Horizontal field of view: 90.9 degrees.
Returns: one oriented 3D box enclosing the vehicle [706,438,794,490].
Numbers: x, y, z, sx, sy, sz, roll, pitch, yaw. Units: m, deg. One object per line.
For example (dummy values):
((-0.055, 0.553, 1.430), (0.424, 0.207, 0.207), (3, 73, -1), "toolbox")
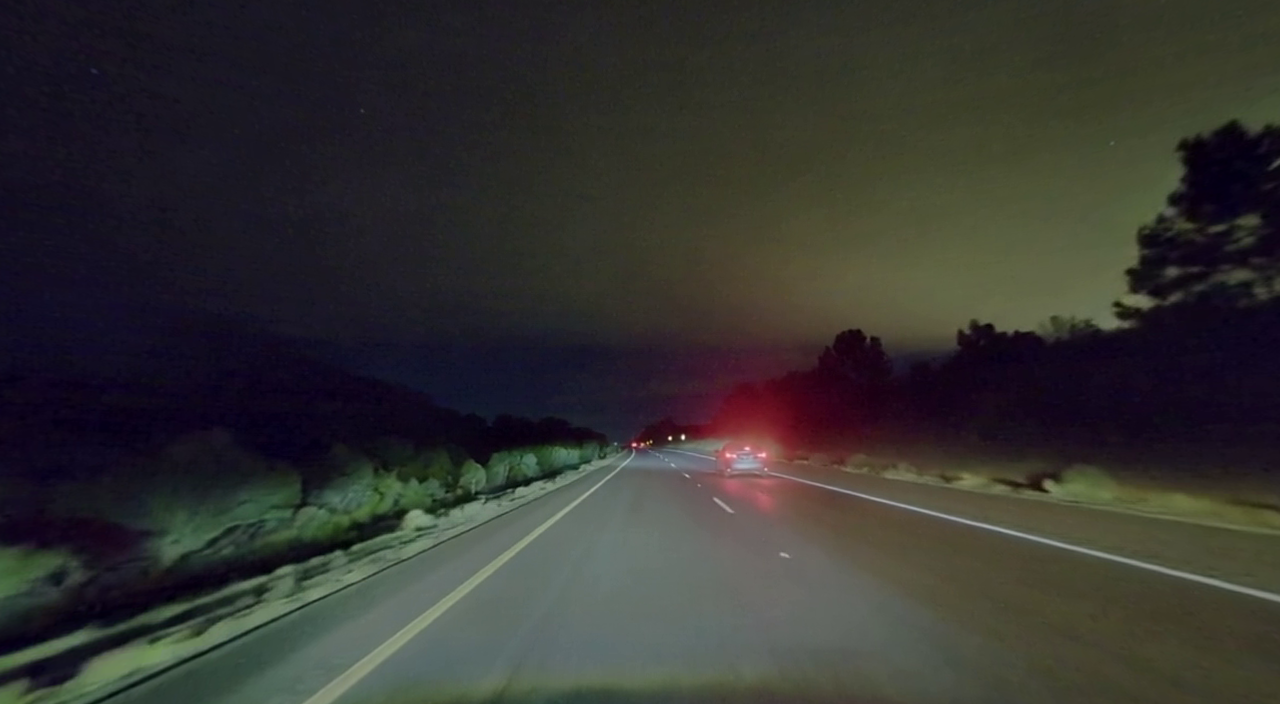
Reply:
((3.412, 3.570, 20.422), (2.003, 1.466, 4.441), (0, -8, 0), "vehicle")
